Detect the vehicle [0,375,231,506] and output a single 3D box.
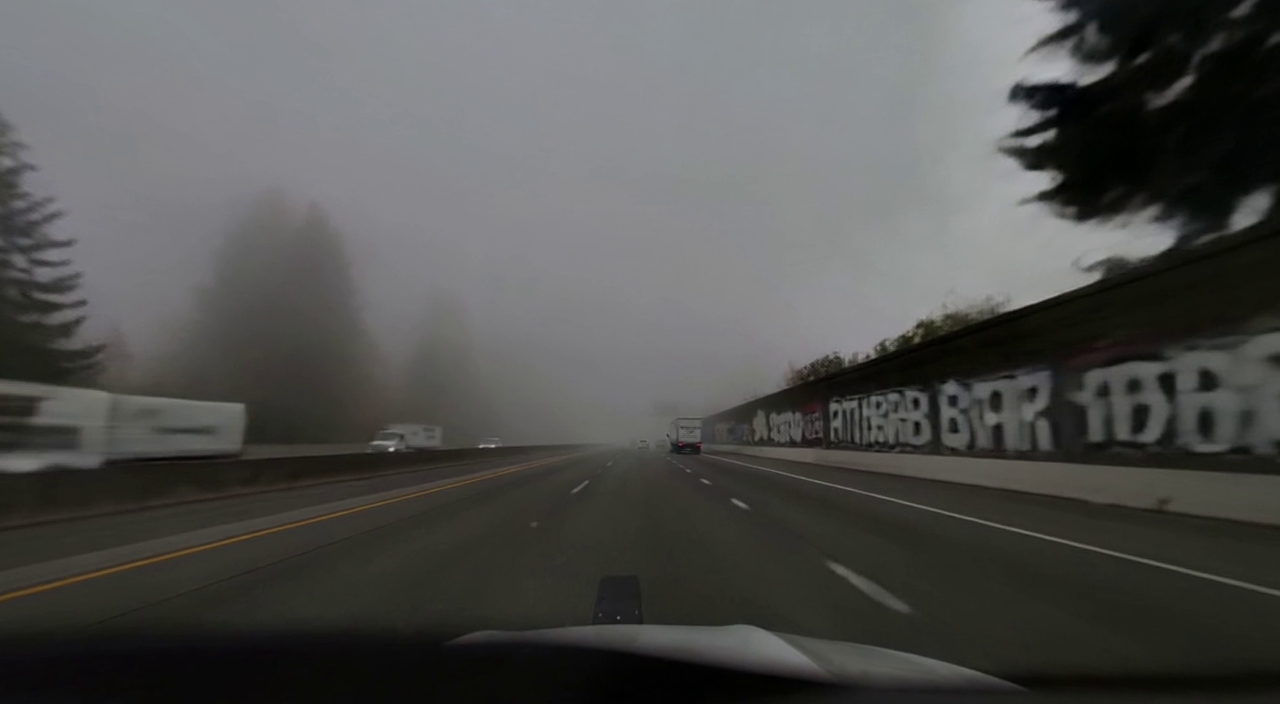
[{"bbox_3d":[-16.854,2.697,19.182,2.741,3.130,8.961,-1,-8,0],"label":"vehicle"}]
